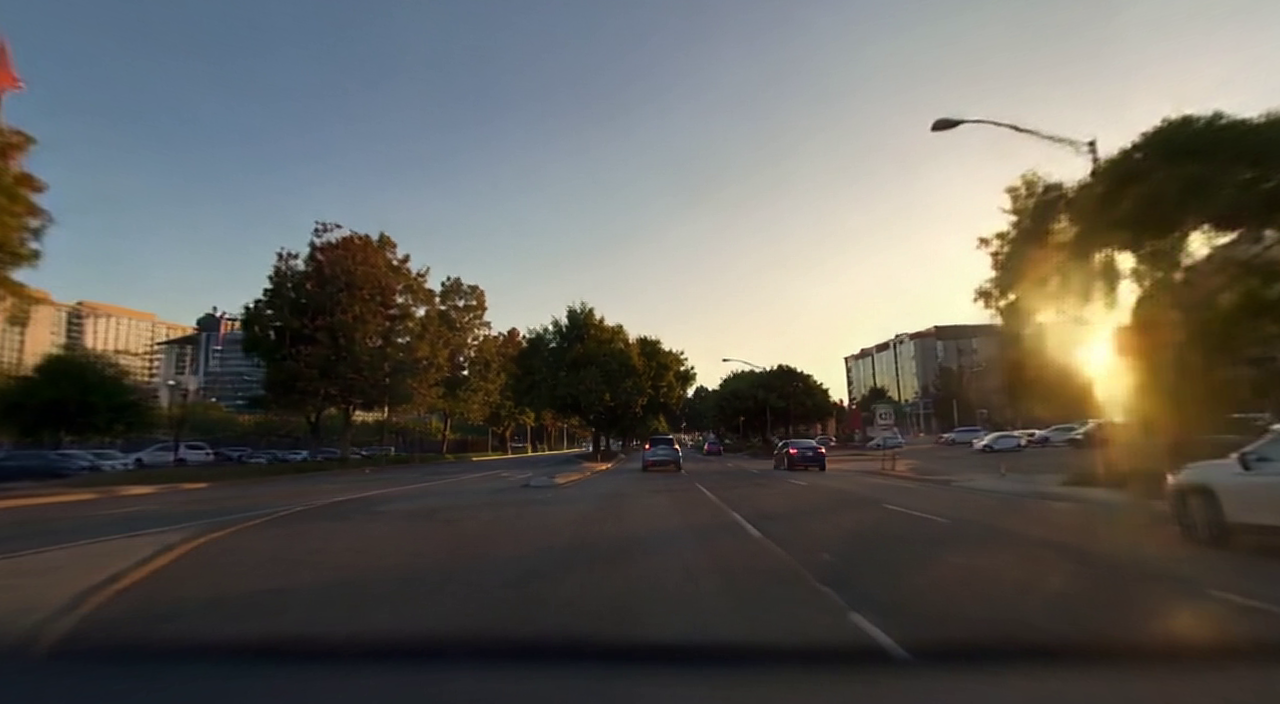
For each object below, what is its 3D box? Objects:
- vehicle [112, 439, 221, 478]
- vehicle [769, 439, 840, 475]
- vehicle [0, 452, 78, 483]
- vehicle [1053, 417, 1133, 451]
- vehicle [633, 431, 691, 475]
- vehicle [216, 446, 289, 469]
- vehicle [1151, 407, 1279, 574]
[{"bbox_3d":[-30.215,6.773,40.442,5.278,2.181,1.993,-2,-6,-3],"label":"vehicle"},{"bbox_3d":[7.506,4.822,29.291,2.029,1.548,4.422,0,-8,0],"label":"vehicle"},{"bbox_3d":[-30.243,5.573,30.597,4.037,1.445,2.067,0,-8,2],"label":"vehicle"},{"bbox_3d":[35.059,6.461,49.113,2.537,2.468,5.020,0,-9,3],"label":"vehicle"},{"bbox_3d":[0.884,4.481,28.342,2.227,1.794,4.457,0,-8,-2],"label":"vehicle"},{"bbox_3d":[-29.544,8.065,48.261,4.251,1.598,1.925,-2,-10,-1],"label":"vehicle"},{"bbox_3d":[7.642,1.355,6.010,2.025,1.719,4.161,0,-8,0],"label":"vehicle"}]
